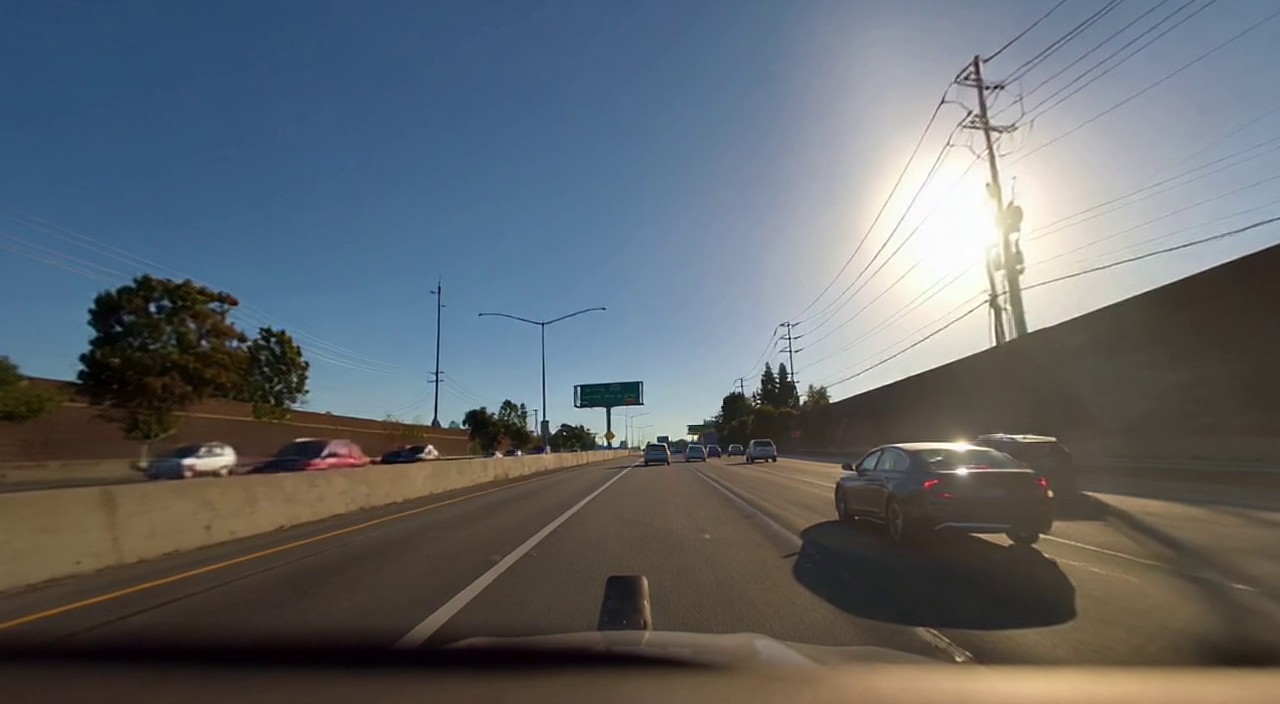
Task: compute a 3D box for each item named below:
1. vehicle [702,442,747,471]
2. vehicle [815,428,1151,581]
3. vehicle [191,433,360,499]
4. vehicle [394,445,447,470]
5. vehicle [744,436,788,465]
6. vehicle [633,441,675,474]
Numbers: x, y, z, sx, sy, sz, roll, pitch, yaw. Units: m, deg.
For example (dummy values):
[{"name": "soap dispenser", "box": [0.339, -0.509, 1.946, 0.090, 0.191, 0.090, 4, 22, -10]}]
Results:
[{"name": "vehicle", "box": [4.535, 5.670, 34.321, 1.936, 1.465, 4.060, 0, -8, 0]}, {"name": "vehicle", "box": [3.965, 1.818, 8.416, 1.986, 1.478, 4.429, 0, -8, 0]}, {"name": "vehicle", "box": [-10.101, 3.175, 18.001, 1.984, 1.635, 4.525, 0, -8, 2]}, {"name": "vehicle", "box": [-16.266, 7.811, 47.032, 2.048, 1.727, 4.903, 0, -8, 2]}, {"name": "vehicle", "box": [8.393, 6.615, 42.504, 2.041, 1.821, 4.562, 0, -8, 1]}, {"name": "vehicle", "box": [0.721, 5.422, 32.692, 2.042, 1.581, 3.769, 0, -8, 1]}]
